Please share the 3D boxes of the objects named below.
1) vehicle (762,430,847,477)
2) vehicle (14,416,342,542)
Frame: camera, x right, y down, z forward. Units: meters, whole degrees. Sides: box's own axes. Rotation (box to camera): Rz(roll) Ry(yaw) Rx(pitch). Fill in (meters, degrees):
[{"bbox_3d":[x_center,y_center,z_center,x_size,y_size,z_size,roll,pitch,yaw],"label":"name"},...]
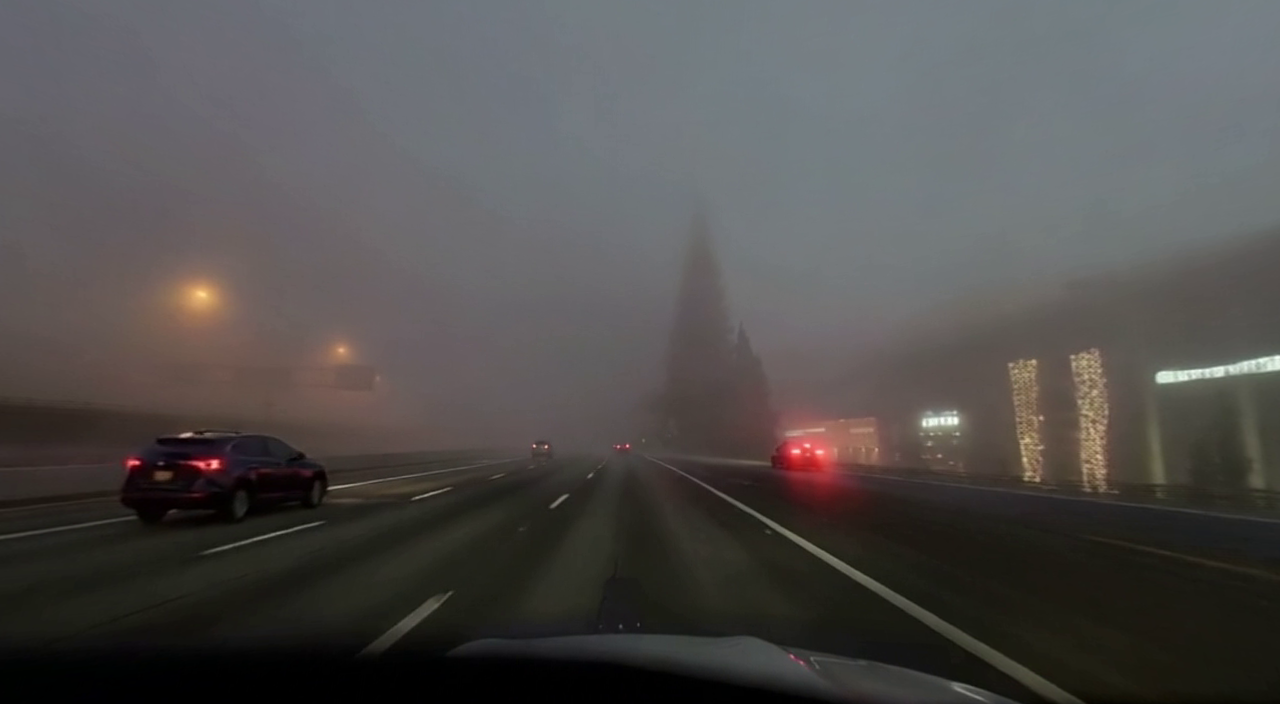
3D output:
[{"bbox_3d":[6.679,4.177,26.178,2.023,1.782,4.193,1,-9,-5],"label":"vehicle"},{"bbox_3d":[-7.426,2.089,11.059,2.030,1.672,4.913,0,-9,0],"label":"vehicle"}]
